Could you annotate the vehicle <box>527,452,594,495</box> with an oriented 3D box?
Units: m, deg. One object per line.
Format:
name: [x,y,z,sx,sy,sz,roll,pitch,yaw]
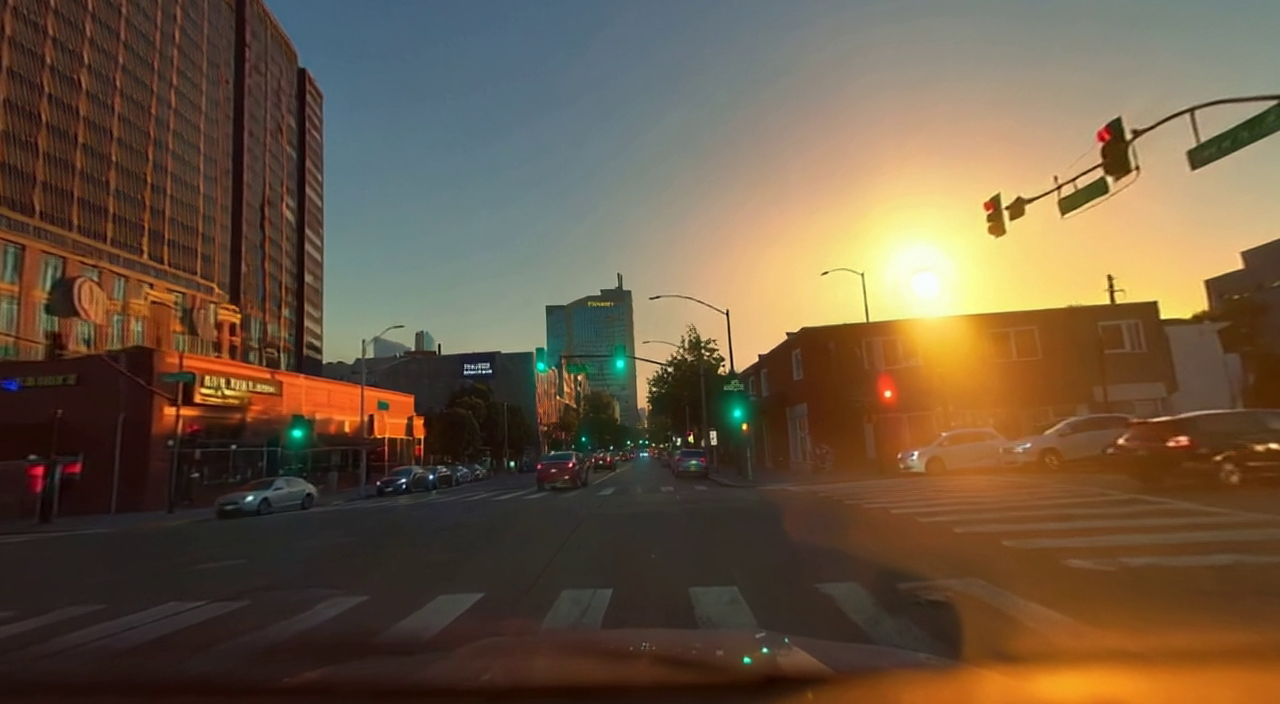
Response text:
vehicle: [-3.017,4.677,24.687,1.973,1.496,3.713,0,-8,2]

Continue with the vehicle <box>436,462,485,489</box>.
vehicle: [-11.820,8.143,41.792,1.933,1.628,3.973,0,-8,2]

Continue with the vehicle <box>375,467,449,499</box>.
vehicle: [-12.207,7.011,34.086,1.934,1.434,4.636,-1,-8,5]

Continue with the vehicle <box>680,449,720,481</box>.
vehicle: [3.521,6.710,37.805,1.924,1.765,3.954,0,-8,-1]

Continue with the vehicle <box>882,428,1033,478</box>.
vehicle: [11.176,3.582,22.424,4.288,1.689,1.909,0,-8,1]

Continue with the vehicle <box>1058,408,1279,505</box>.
vehicle: [10.347,1.804,11.106,4.540,1.480,2.153,1,-8,-7]

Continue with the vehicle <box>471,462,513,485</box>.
vehicle: [-11.418,9.365,48.849,2.041,1.526,4.749,0,-8,0]

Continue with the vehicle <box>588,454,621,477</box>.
vehicle: [-2.509,8.149,45.535,1.916,1.487,4.535,0,-8,2]

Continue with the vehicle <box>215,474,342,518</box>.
vehicle: [-15.298,6.082,26.998,1.999,1.466,4.535,-2,-9,15]
